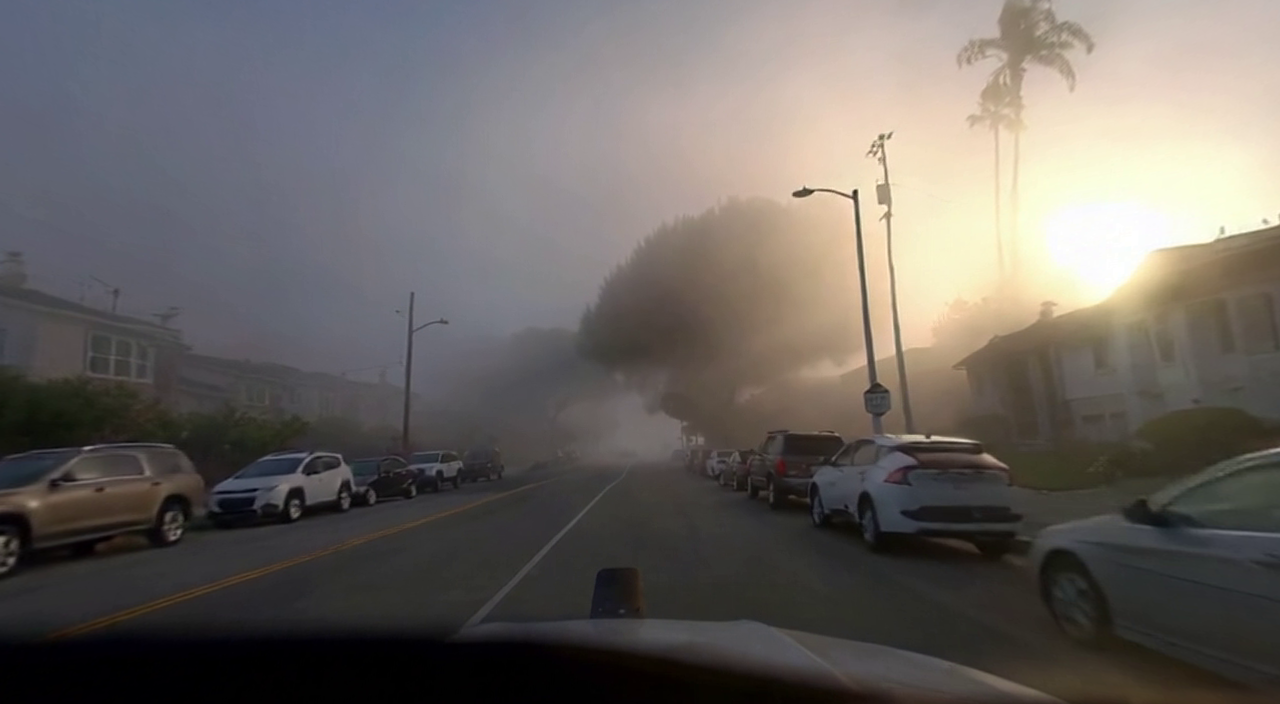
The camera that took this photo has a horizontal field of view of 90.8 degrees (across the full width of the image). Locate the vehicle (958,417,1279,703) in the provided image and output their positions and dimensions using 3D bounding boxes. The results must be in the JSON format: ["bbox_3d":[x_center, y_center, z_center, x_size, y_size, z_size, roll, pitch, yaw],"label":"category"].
[{"bbox_3d":[3.571,0.960,2.522,2.096,1.452,4.741,-4,-9,0],"label":"vehicle"}]

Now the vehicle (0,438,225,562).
[{"bbox_3d":[-9.557,2.348,10.466,4.089,1.813,1.932,3,-9,-24],"label":"vehicle"}]

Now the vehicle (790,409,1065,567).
[{"bbox_3d":[3.591,1.772,8.965,1.899,1.669,4.259,0,-8,0],"label":"vehicle"}]
